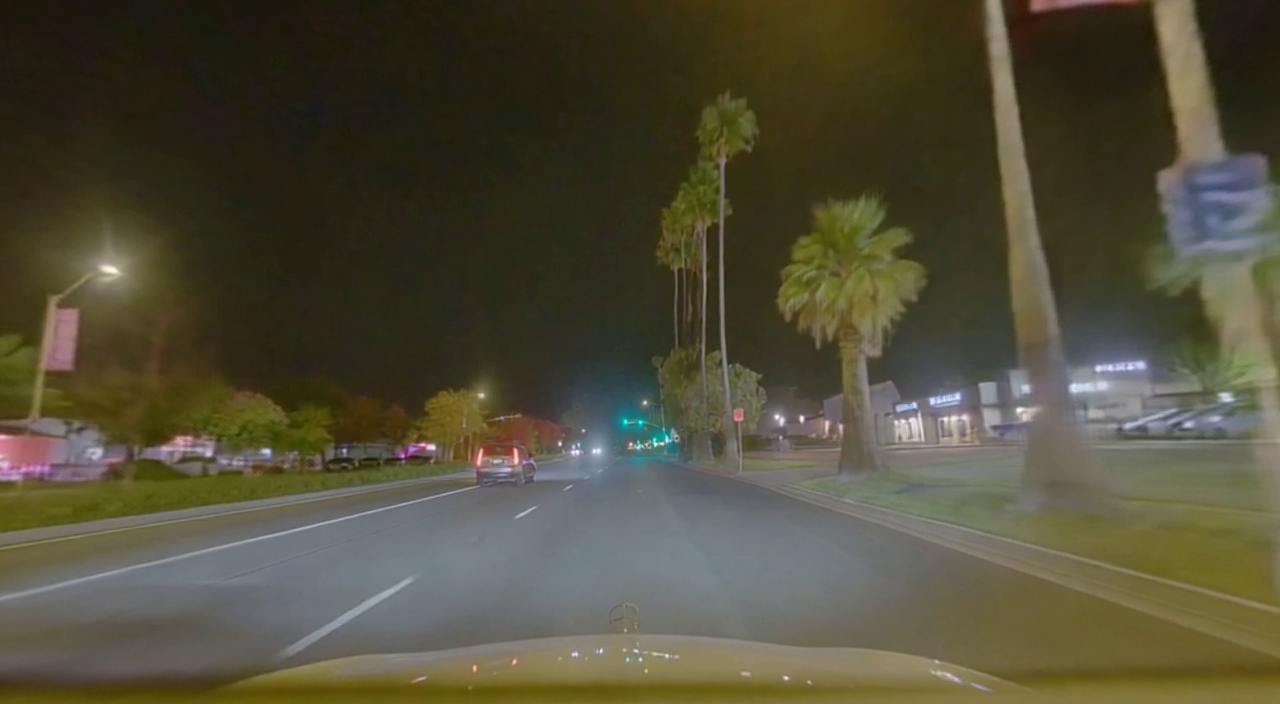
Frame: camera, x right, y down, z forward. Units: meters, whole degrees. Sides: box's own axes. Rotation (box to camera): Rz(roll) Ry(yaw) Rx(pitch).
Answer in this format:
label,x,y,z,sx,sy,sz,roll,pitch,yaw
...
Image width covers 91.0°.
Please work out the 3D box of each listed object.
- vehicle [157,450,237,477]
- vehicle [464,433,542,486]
label,x,y,z,sx,sy,sz,roll,pitch,yaw
vehicle,-34.318,8.623,48.802,4.863,1.903,2.481,-3,-9,18
vehicle,-5.214,4.151,24.585,2.136,1.844,4.363,0,-8,-1
